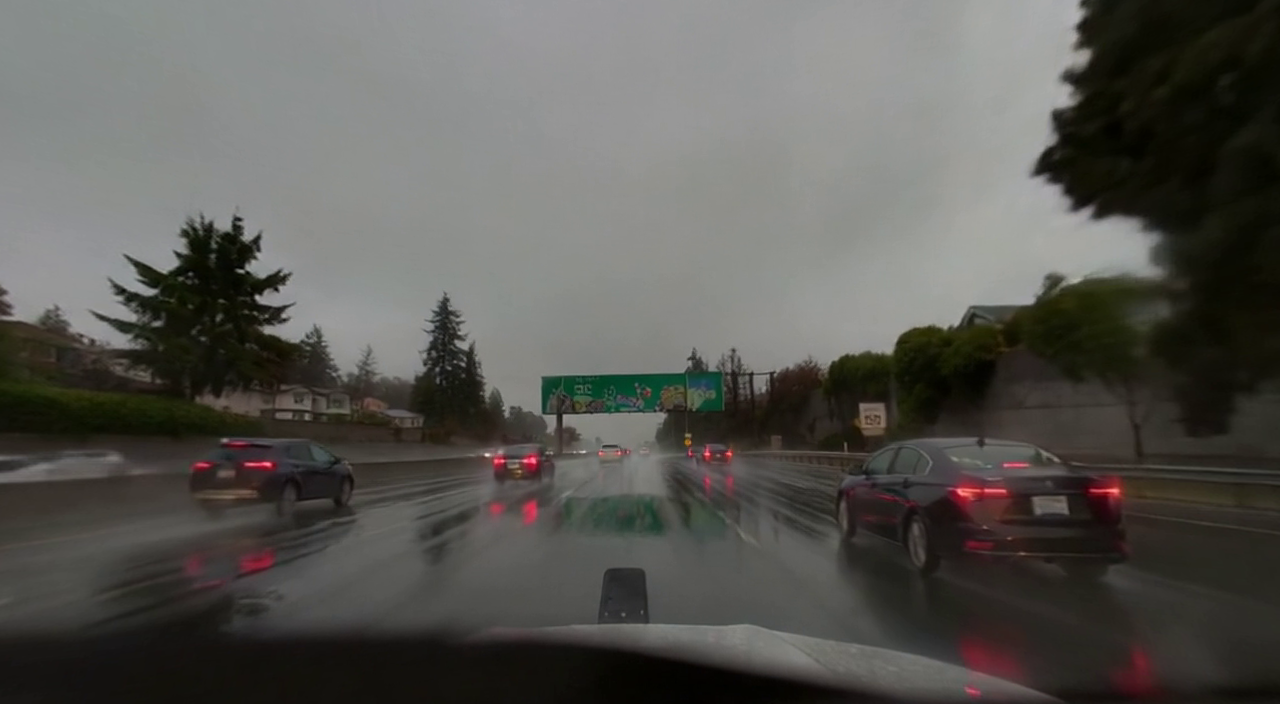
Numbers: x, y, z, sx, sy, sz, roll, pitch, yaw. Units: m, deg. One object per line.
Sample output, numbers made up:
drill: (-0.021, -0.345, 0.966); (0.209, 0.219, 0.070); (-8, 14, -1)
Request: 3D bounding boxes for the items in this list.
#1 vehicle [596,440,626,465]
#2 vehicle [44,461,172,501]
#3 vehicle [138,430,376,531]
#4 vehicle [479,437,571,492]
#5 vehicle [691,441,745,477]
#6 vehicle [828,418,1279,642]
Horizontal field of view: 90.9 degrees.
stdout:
vehicle: (-2.142, 7.614, 47.919); (2.183, 1.764, 4.134); (0, -8, -1)
vehicle: (-23.245, 5.620, 27.824); (1.789, 1.458, 4.362); (0, -8, 1)
vehicle: (-7.348, 2.475, 12.789); (2.057, 1.681, 4.277); (0, -8, 1)
vehicle: (-3.609, 3.612, 20.636); (2.136, 1.571, 4.285); (0, -8, 1)
vehicle: (3.320, 4.641, 27.576); (1.854, 1.438, 3.954); (0, -8, 0)
vehicle: (3.556, 1.525, 6.506); (1.912, 1.509, 4.291); (0, -8, 0)
